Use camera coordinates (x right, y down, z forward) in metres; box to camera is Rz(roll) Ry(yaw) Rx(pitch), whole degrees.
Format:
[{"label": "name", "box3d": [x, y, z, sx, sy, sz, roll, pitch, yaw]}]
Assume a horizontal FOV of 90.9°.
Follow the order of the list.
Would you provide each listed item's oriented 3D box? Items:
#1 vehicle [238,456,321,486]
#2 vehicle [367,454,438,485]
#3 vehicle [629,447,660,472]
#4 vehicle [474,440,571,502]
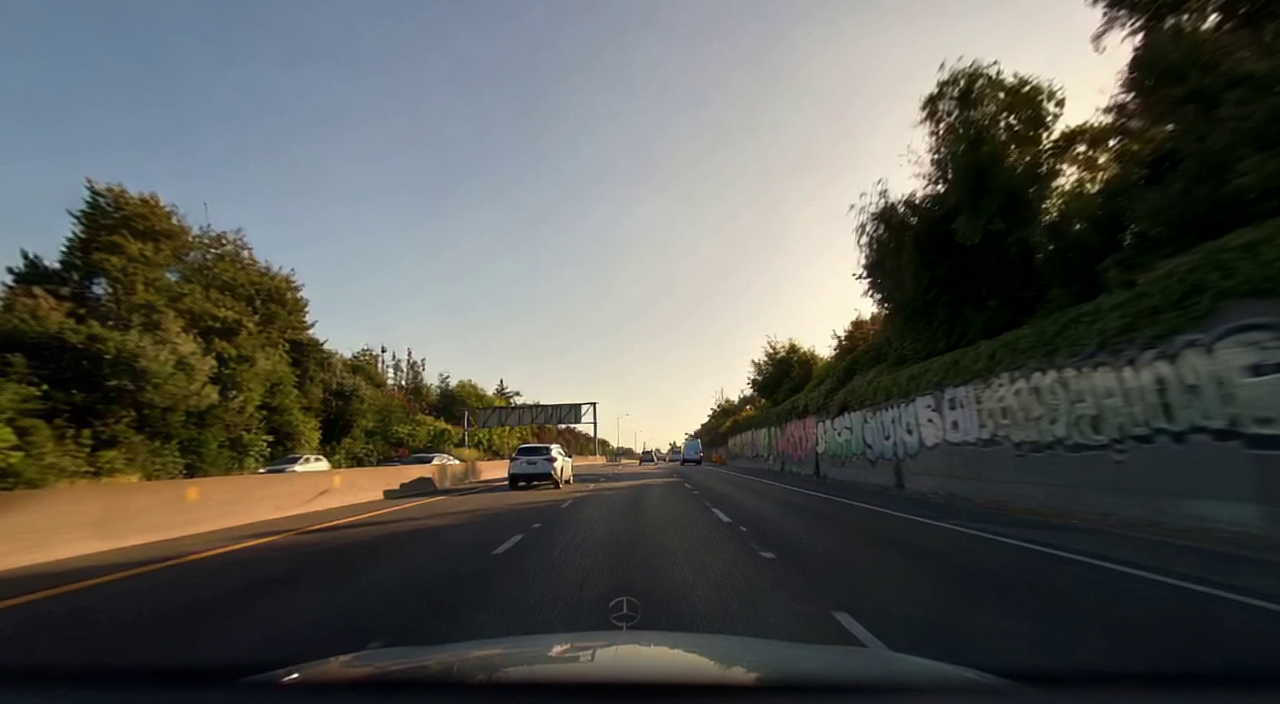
[{"label": "vehicle", "box3d": [-19.163, 6.311, 33.700, 1.834, 1.482, 4.229, 0, -9, 2]}, {"label": "vehicle", "box3d": [-12.317, 6.095, 32.972, 1.986, 1.477, 4.150, 0, -9, 1]}, {"label": "vehicle", "box3d": [0.334, 7.403, 43.541, 2.108, 1.663, 3.159, 0, -9, 1]}, {"label": "vehicle", "box3d": [-3.389, 3.528, 19.107, 1.964, 1.618, 4.489, 0, -9, 1]}]
